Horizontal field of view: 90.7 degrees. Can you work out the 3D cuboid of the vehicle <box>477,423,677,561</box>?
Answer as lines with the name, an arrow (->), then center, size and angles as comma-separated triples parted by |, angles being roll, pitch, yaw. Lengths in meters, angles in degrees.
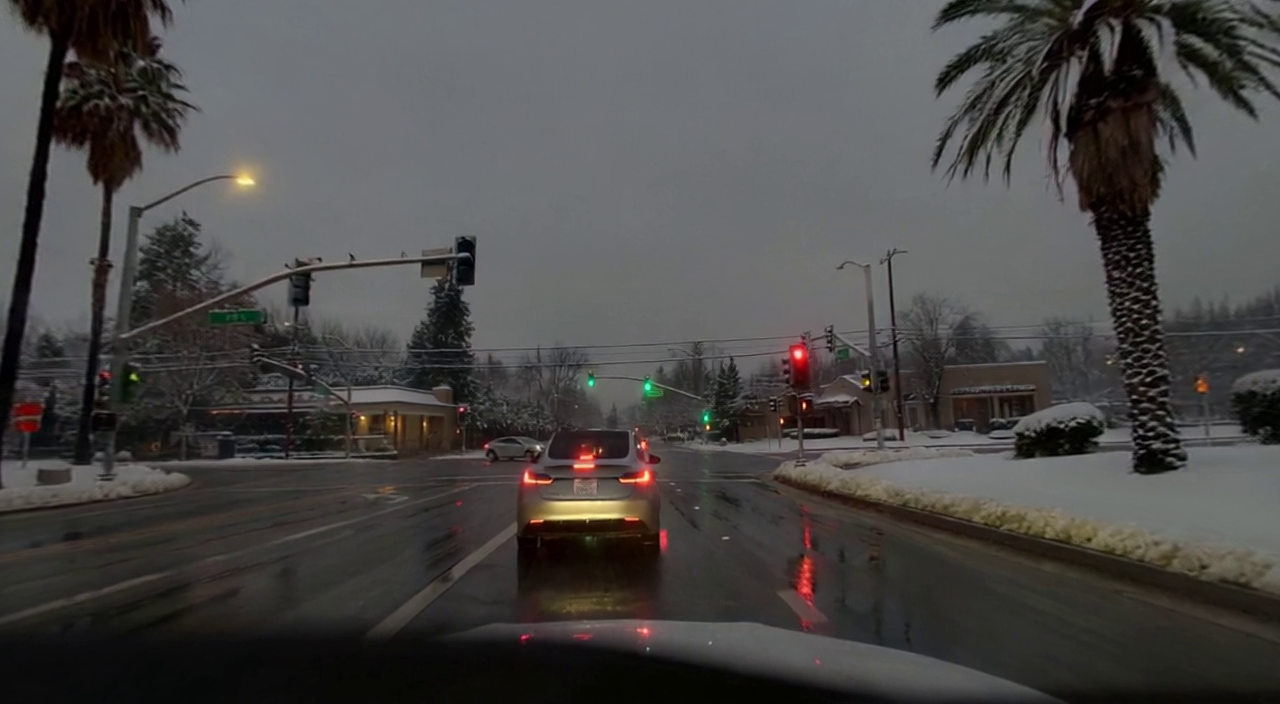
vehicle -> -0.686, 1.827, 9.006 | 2.152, 1.478, 4.229 | 0, -8, 0
